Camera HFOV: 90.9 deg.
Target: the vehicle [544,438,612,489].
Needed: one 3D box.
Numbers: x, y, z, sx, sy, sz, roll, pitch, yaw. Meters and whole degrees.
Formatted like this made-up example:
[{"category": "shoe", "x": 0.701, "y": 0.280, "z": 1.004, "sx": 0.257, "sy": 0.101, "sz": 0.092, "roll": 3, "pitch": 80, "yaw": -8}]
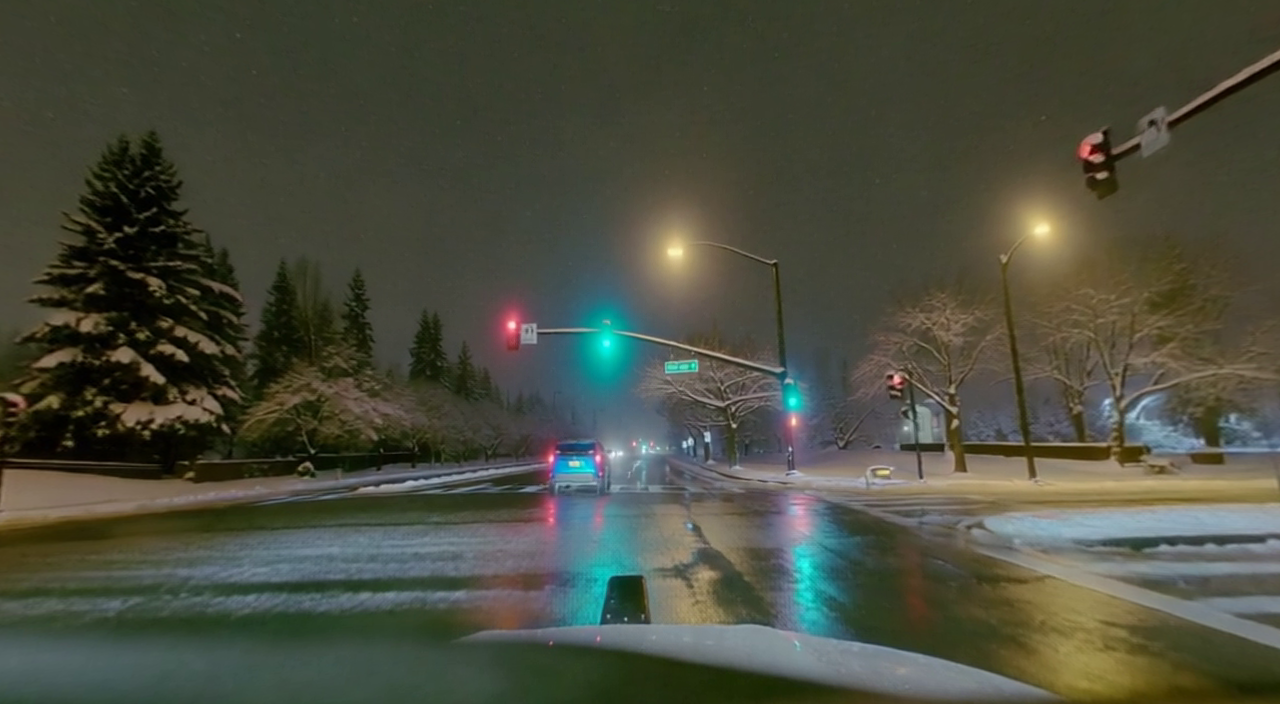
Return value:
[{"category": "vehicle", "x": -2.315, "y": 4.336, "z": 24.940, "sx": 2.123, "sy": 1.799, "sz": 4.425, "roll": 0, "pitch": -8, "yaw": 2}]
